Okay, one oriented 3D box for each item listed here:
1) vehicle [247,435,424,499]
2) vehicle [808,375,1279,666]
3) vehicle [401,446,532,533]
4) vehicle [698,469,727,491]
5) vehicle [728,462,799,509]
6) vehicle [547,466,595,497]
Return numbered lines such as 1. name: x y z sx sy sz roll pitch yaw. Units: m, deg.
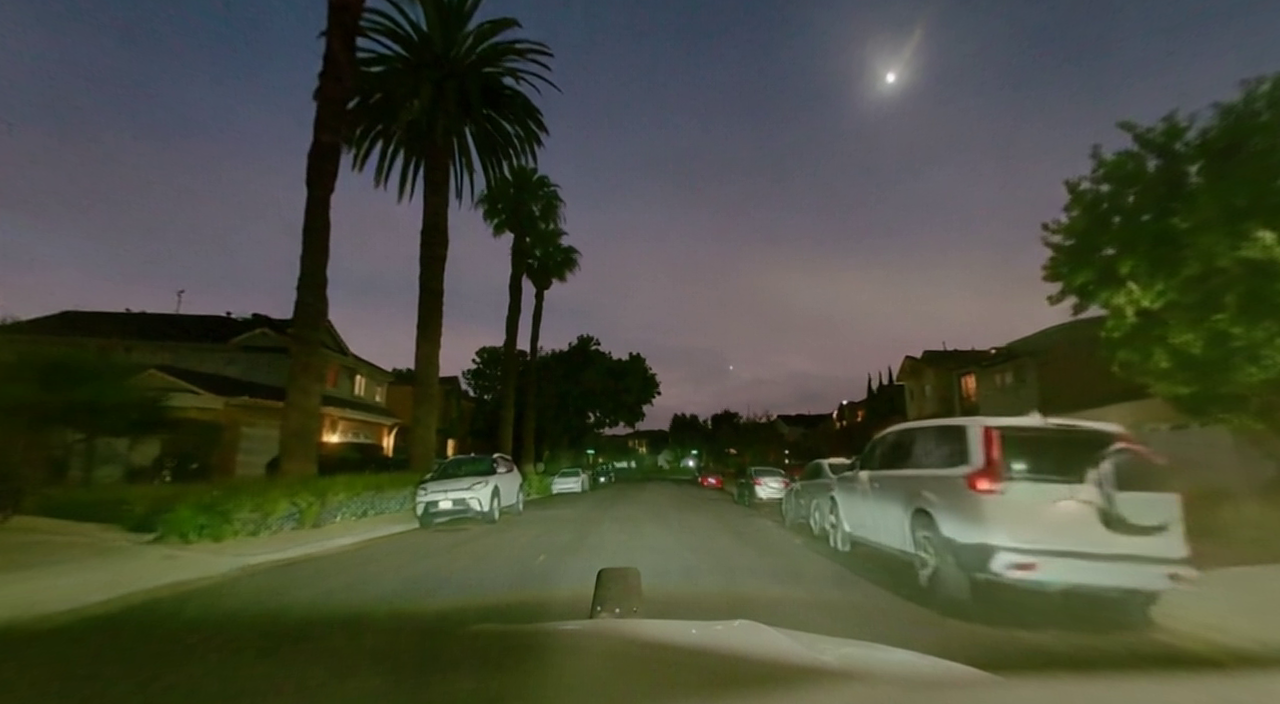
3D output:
1. vehicle: -10.591 4.001 22.366 4.991 1.947 2.329 2 -8 0
2. vehicle: 3.852 1.645 7.655 2.184 2.038 6.212 0 -9 3
3. vehicle: -4.338 3.456 16.687 2.147 1.823 4.725 -1 -7 0
4. vehicle: 5.634 9.983 49.582 1.867 1.480 4.678 0 -9 2
5. vehicle: 4.704 5.127 24.625 1.987 1.567 4.112 0 -9 1
6. vehicle: -3.707 7.045 34.611 2.080 1.479 4.531 0 -10 0
